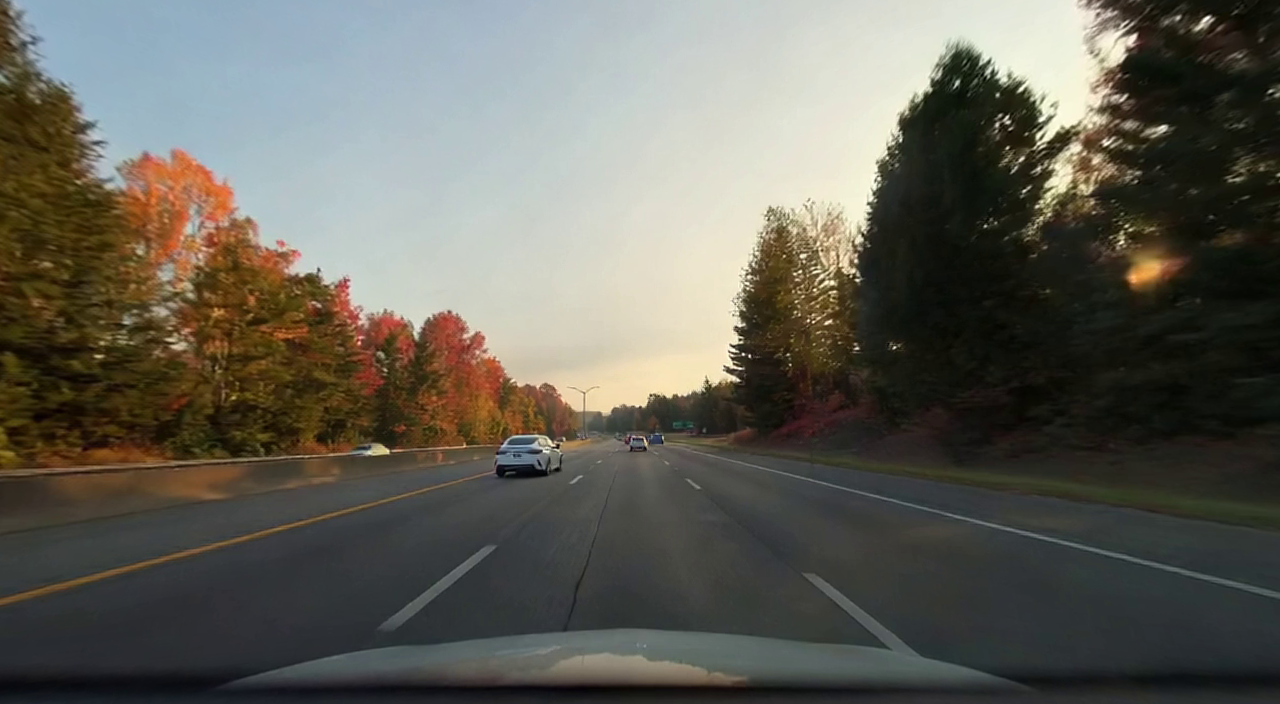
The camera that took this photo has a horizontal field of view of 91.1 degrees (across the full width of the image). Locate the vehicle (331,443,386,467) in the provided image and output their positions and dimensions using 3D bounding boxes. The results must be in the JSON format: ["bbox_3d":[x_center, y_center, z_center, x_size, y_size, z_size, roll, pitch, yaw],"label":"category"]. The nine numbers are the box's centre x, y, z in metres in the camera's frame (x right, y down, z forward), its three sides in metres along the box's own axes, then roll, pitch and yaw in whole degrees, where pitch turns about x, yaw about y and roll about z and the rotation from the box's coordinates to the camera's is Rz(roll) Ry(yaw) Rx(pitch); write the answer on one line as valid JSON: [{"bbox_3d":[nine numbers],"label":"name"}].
[{"bbox_3d":[-20.593,7.538,46.191,2.002,1.581,4.484,0,-8,0],"label":"vehicle"}]

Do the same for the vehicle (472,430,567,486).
[{"bbox_3d":[-3.596,3.231,19.602,2.103,1.507,4.367,0,-8,0],"label":"vehicle"}]
